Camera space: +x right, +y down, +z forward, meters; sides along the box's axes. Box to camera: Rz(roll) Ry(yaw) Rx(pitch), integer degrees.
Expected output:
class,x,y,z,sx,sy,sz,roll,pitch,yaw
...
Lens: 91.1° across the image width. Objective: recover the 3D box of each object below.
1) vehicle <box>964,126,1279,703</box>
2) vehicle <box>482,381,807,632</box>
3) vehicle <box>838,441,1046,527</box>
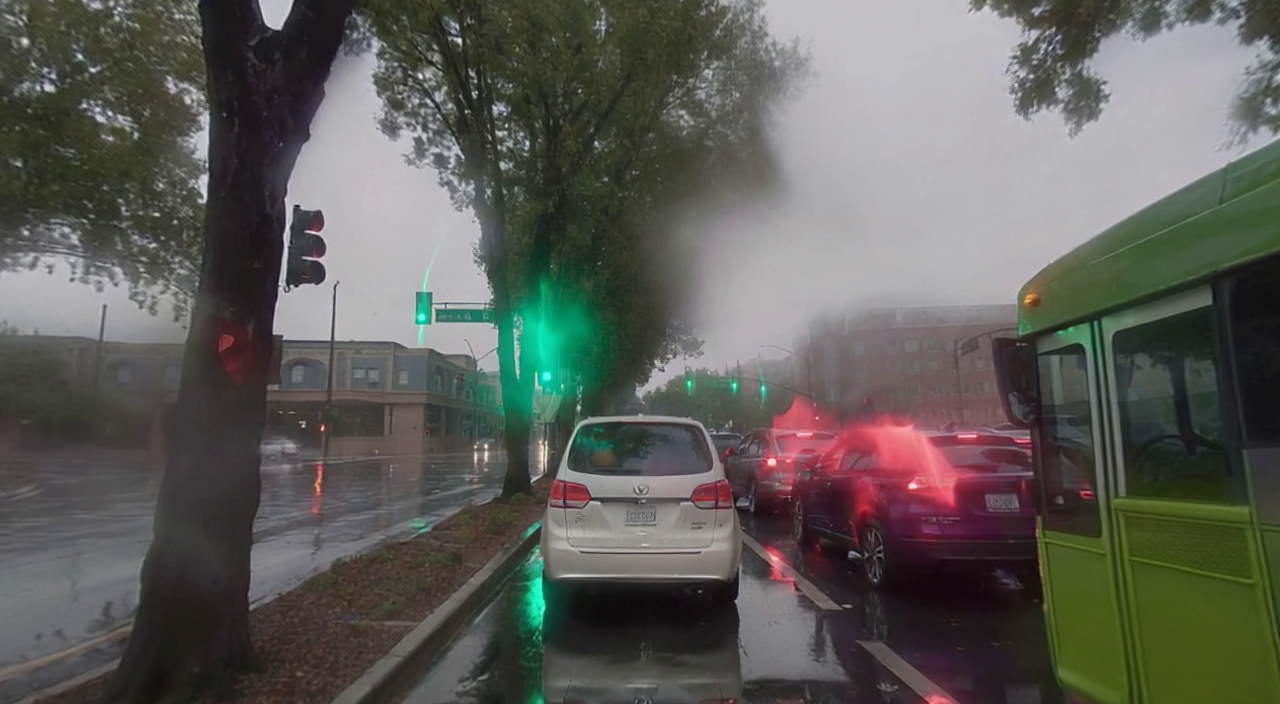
class,x,y,z,sx,sy,sz,roll,pitch,yaw
vehicle,2.610,0.315,0.427,2.037,2.065,5.037,0,-8,0
vehicle,0.008,1.472,7.007,2.381,1.842,4.603,0,-8,-1
vehicle,5.974,2.635,13.226,1.987,1.457,4.675,0,-8,-1
